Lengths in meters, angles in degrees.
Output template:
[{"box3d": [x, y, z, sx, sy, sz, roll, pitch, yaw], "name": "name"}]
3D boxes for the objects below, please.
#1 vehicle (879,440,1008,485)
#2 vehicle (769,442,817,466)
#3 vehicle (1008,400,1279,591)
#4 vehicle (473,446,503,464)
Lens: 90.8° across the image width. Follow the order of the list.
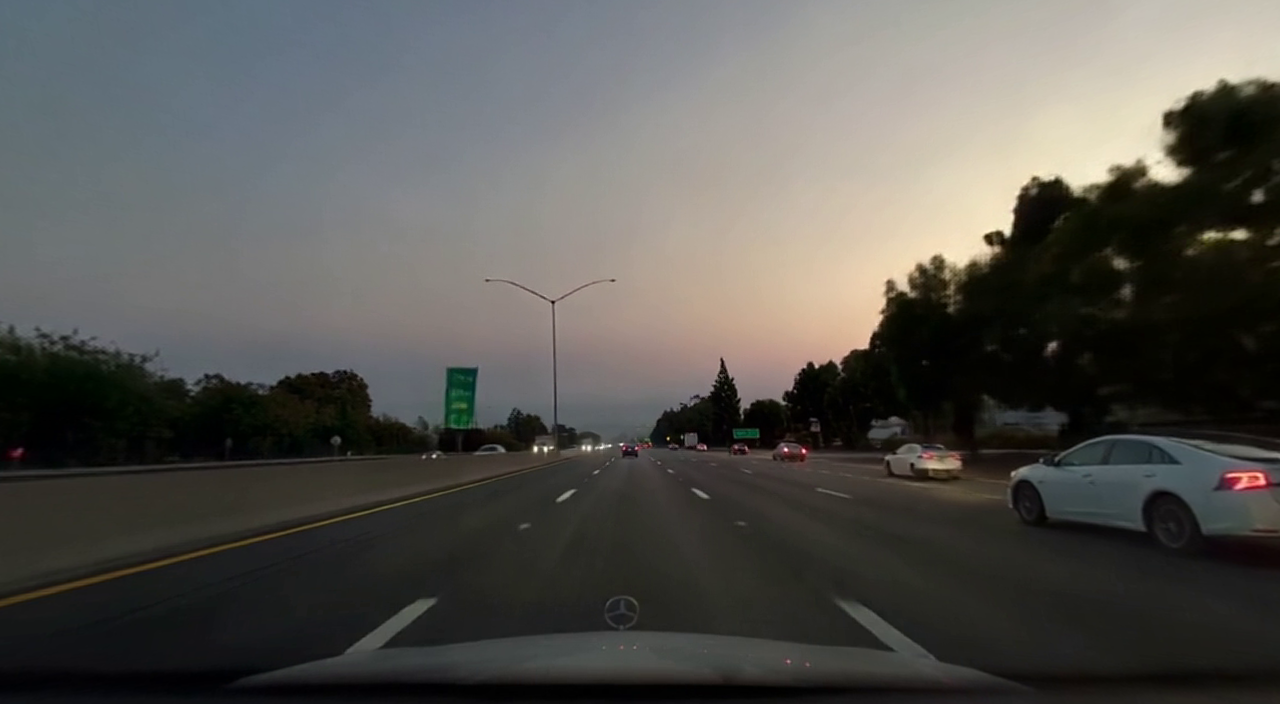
[{"box3d": [11.114, 4.071, 23.693, 2.194, 1.489, 5.141, 0, -9, -1], "name": "vehicle"}, {"box3d": [10.533, 7.066, 43.970, 1.962, 1.536, 4.945, 0, -9, -2], "name": "vehicle"}, {"box3d": [6.676, 1.529, 7.310, 2.027, 1.679, 4.543, 0, -9, -1], "name": "vehicle"}, {"box3d": [-11.189, 7.557, 46.555, 1.491, 1.186, 3.271, 1, -7, -2], "name": "vehicle"}]
